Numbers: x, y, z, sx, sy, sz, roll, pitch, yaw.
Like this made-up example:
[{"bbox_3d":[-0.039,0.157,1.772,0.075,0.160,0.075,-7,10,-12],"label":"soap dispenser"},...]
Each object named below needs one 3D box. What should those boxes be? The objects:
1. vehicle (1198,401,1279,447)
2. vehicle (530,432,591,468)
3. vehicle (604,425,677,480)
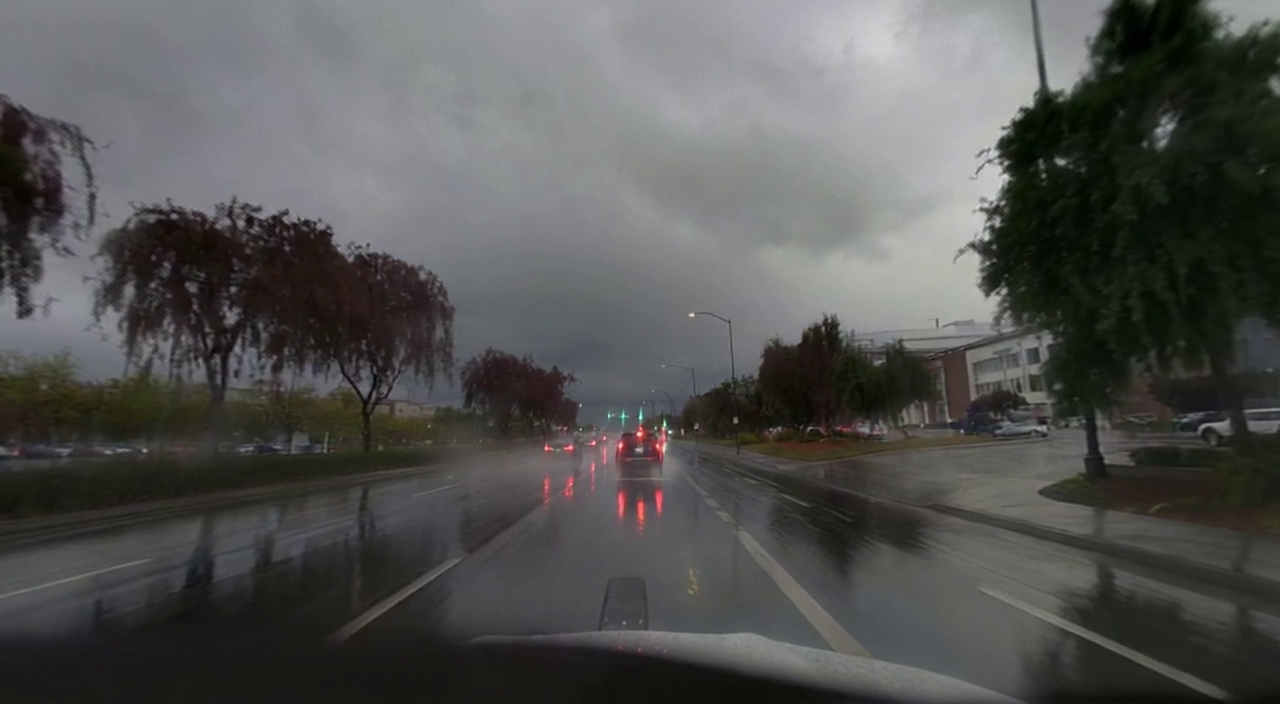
[{"bbox_3d":[22.014,2.566,21.981,1.833,1.471,4.656,-2,-9,14],"label":"vehicle"},{"bbox_3d":[-3.450,4.354,28.281,1.942,1.462,4.905,0,-8,2],"label":"vehicle"},{"bbox_3d":[0.011,3.337,21.151,2.199,1.652,4.101,0,-8,0],"label":"vehicle"}]
